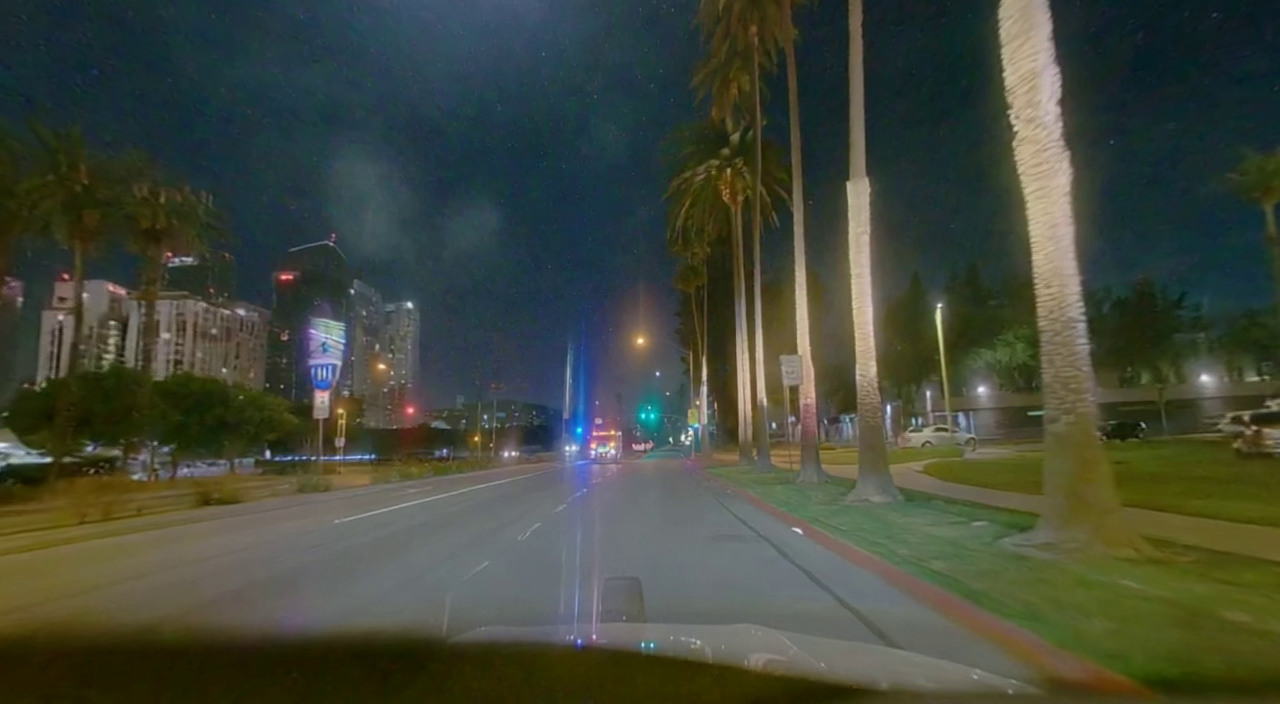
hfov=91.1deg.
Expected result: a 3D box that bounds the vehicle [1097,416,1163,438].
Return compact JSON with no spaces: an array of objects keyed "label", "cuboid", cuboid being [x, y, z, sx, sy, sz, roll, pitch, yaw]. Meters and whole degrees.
[{"label":"vehicle","cuboid":[37.024,5.730,47.561,1.794,1.535,4.466,-1,-8,6]}]

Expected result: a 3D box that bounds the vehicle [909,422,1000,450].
[{"label":"vehicle","cuboid":[16.753,4.490,33.512,3.945,1.463,1.684,1,-8,-5]}]
